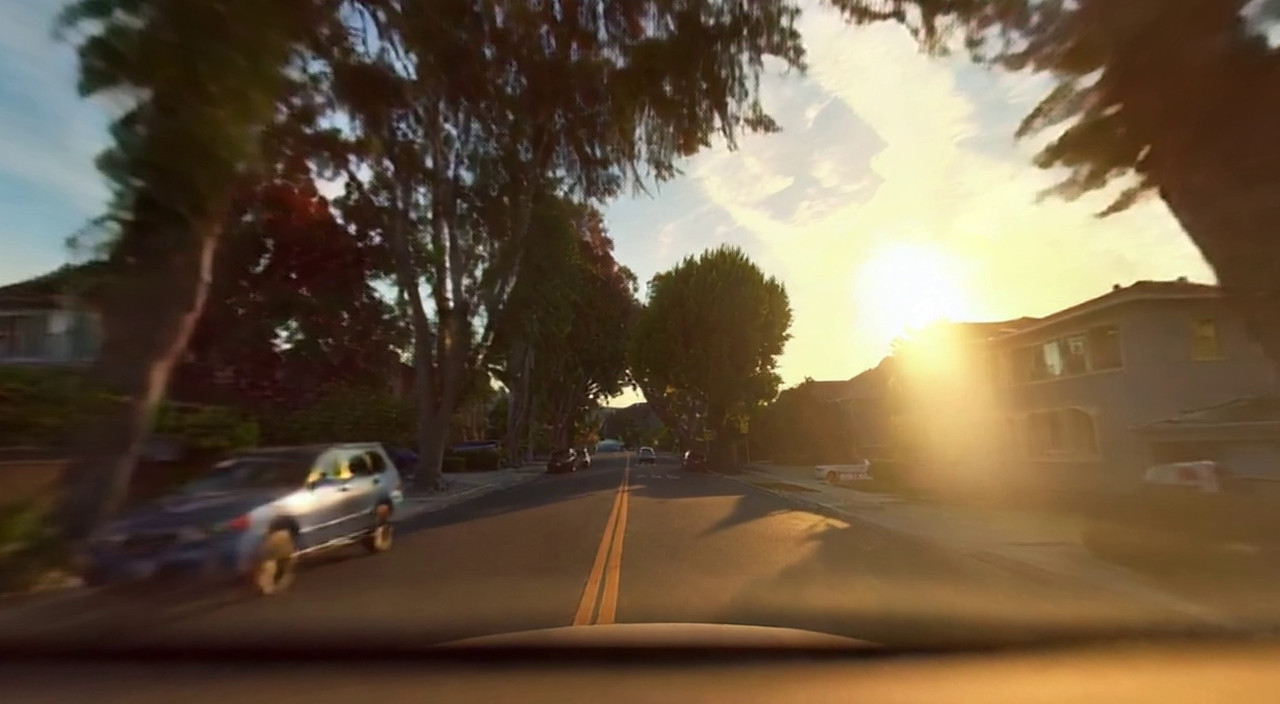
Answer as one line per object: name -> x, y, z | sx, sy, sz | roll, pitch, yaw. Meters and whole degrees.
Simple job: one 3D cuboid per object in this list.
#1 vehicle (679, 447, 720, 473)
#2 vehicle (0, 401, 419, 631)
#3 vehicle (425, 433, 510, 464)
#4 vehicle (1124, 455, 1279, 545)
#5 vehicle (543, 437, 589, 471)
vehicle -> 3.783, 6.919, 40.848 | 2.047, 1.532, 4.350 | 0, -8, -2
vehicle -> -4.508, 1.680, 7.525 | 2.093, 1.810, 4.555 | -2, -8, 1
vehicle -> -11.937, 6.717, 43.982 | 5.234, 2.076, 2.197 | 0, -8, 2
vehicle -> 12.192, 2.953, 13.221 | 4.242, 1.503, 1.922 | 6, -10, -34
vehicle -> -4.562, 6.472, 39.725 | 2.155, 1.907, 5.100 | -3, -11, 1
